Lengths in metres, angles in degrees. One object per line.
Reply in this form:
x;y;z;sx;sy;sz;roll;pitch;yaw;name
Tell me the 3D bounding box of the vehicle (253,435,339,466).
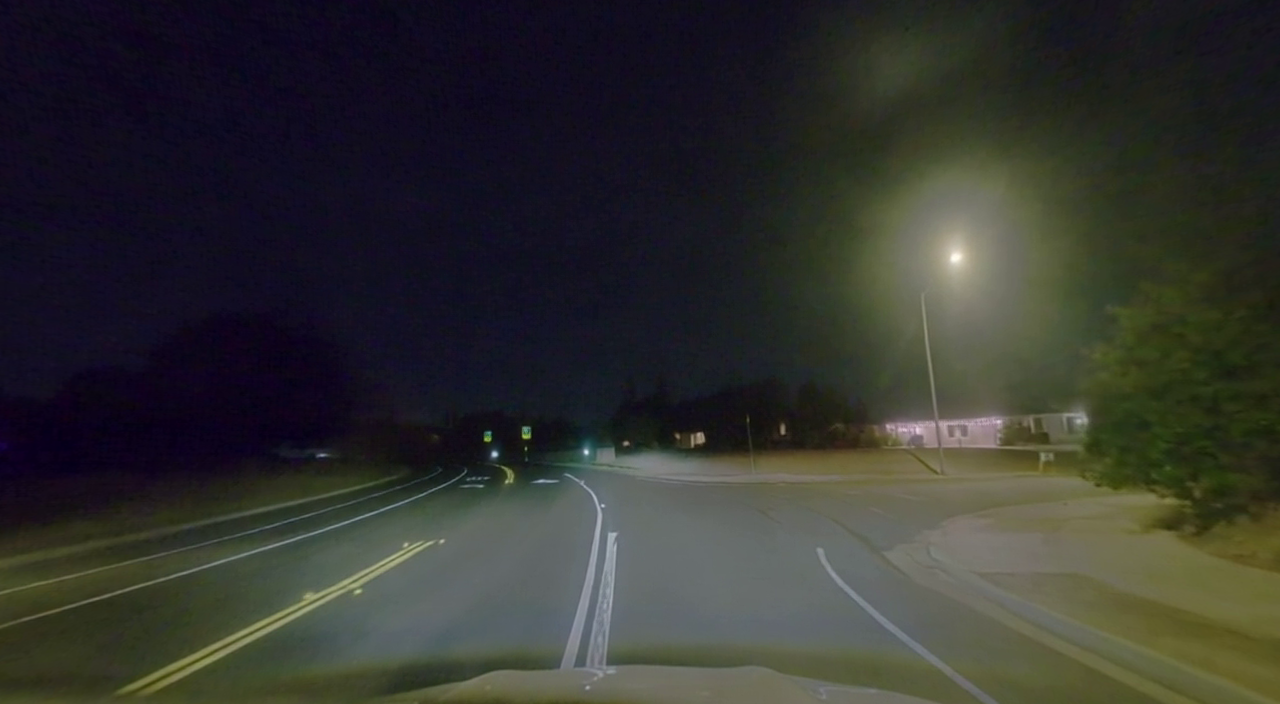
-23.166;6.647;42.516;4.699;1.996;2.116;-2;-9;11;vehicle
